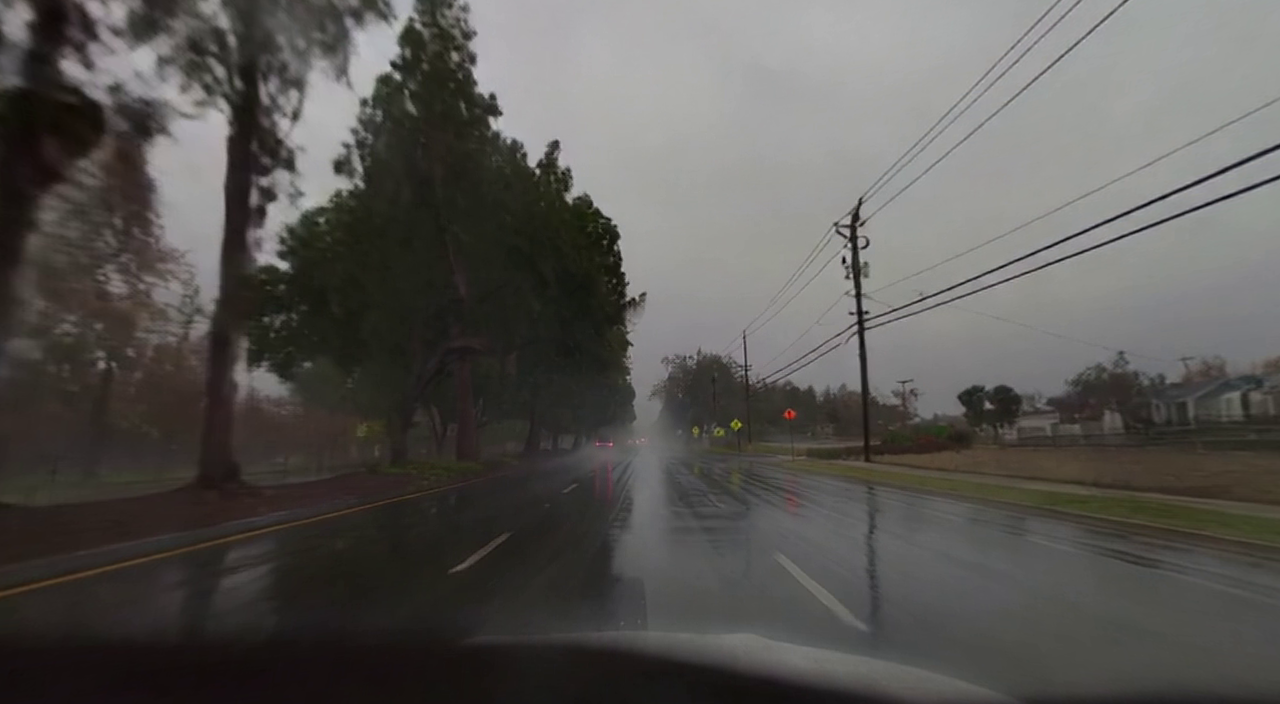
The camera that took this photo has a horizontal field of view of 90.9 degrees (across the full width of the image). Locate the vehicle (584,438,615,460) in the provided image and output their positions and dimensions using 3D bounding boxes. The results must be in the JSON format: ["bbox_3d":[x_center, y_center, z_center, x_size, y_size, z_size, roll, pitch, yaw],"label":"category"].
[{"bbox_3d":[-2.972,7.174,46.847,2.007,1.514,4.049,0,-8,1],"label":"vehicle"}]
